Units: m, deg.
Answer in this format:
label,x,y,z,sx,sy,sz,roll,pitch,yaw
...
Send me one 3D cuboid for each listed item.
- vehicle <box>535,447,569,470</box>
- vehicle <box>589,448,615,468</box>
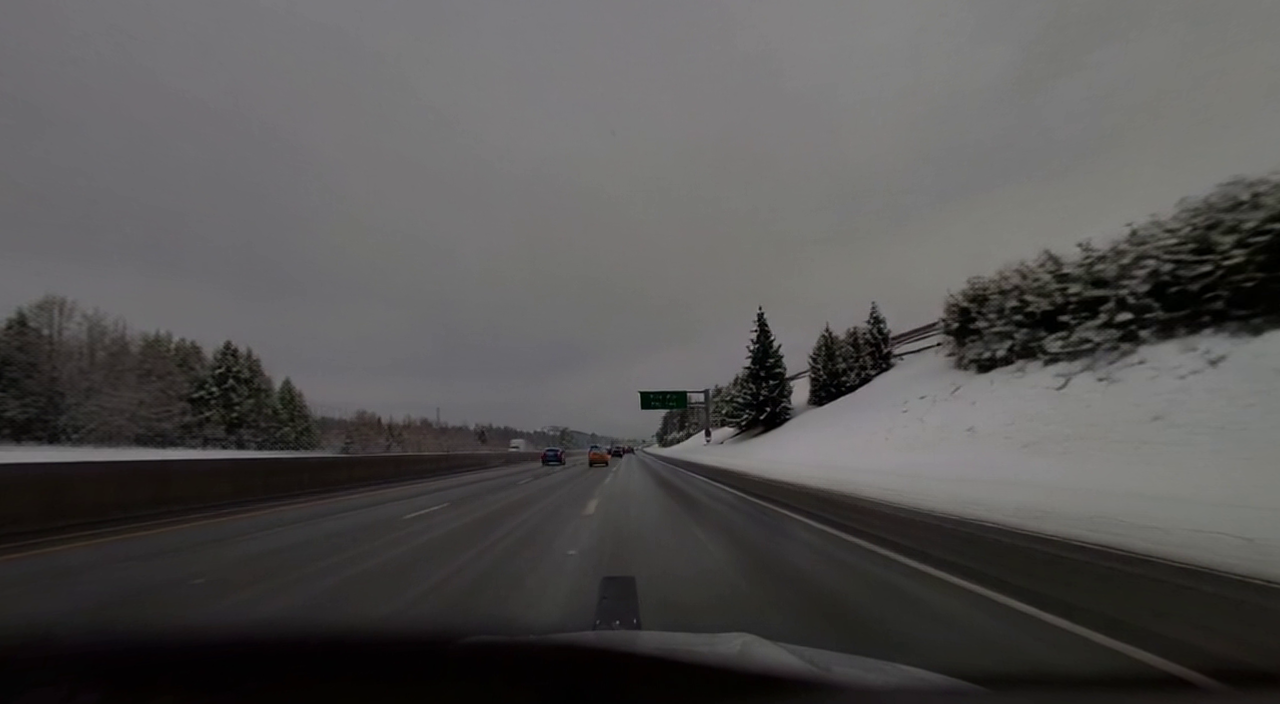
label,x,y,z,sx,sy,sz,roll,pitch,yaw
vehicle,-6.546,7.982,47.143,2.028,1.563,4.734,0,-9,-1
vehicle,-2.919,8.262,49.059,1.895,1.482,3.852,0,-9,-1
